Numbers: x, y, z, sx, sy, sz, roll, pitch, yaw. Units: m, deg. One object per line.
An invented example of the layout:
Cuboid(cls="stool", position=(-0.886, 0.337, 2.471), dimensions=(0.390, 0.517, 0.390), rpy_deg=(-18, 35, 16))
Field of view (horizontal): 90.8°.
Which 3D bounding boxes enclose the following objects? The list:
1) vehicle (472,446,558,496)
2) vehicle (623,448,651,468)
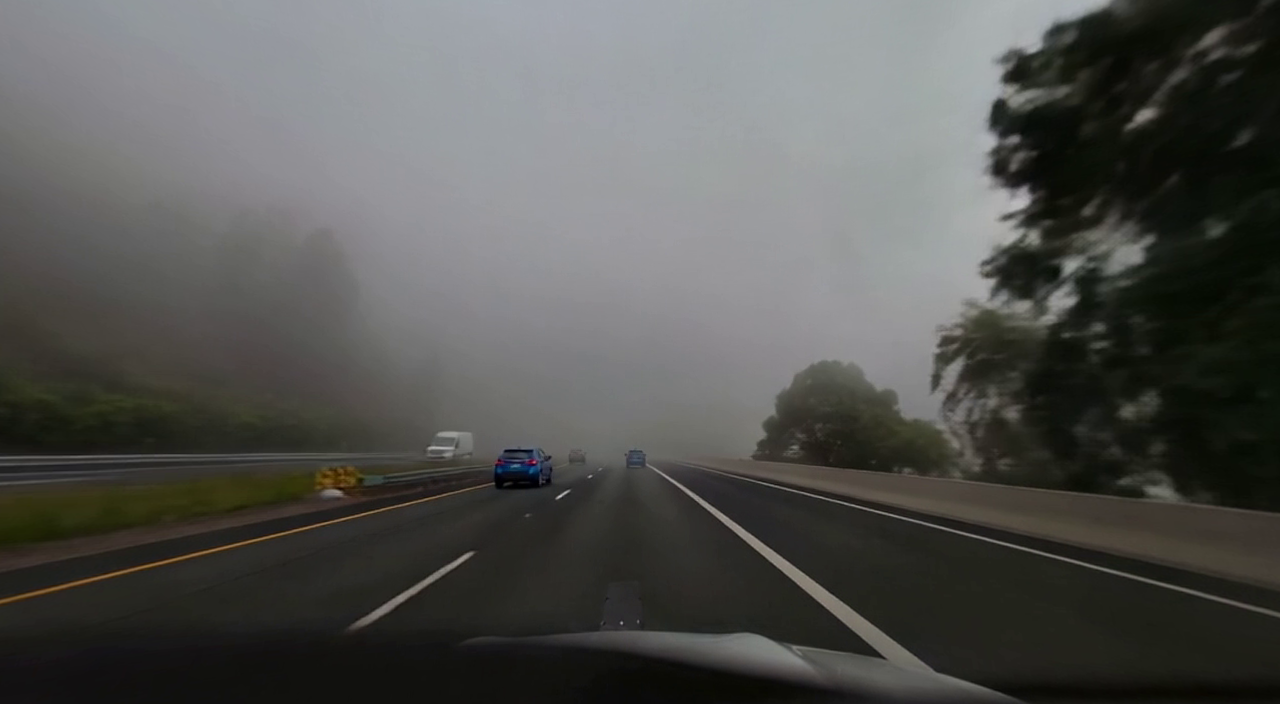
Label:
Cuboid(cls="vehicle", position=(-4.101, 3.963, 21.536), dimensions=(1.957, 1.499, 4.965), rpy_deg=(0, -9, 0))
Cuboid(cls="vehicle", position=(-0.277, 8.193, 48.895), dimensions=(2.031, 1.483, 3.417), rpy_deg=(0, -9, -2))
